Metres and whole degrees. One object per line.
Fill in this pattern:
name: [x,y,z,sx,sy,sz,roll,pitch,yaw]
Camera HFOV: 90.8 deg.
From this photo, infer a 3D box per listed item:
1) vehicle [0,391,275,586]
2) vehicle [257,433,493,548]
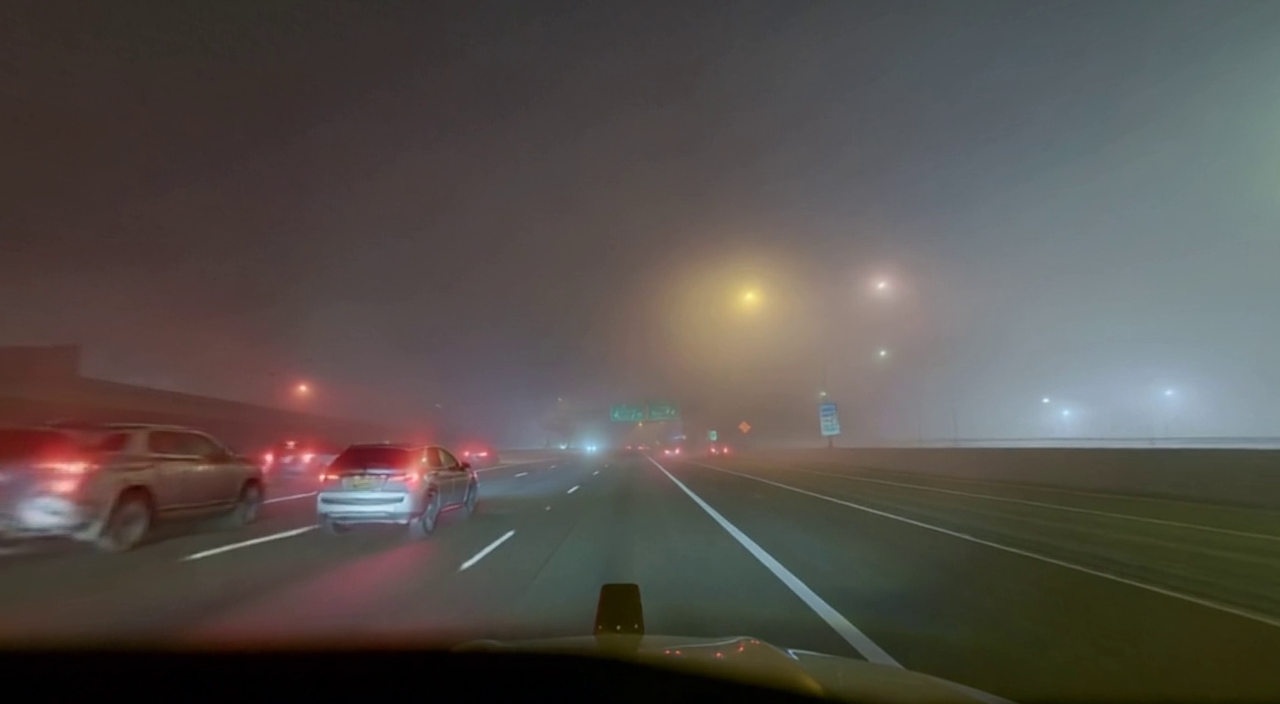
vehicle: [-7.310,1.612,8.057,2.208,1.876,5.088,0,-8,0]
vehicle: [-4.065,2.179,10.732,2.051,1.516,4.493,0,-8,0]
